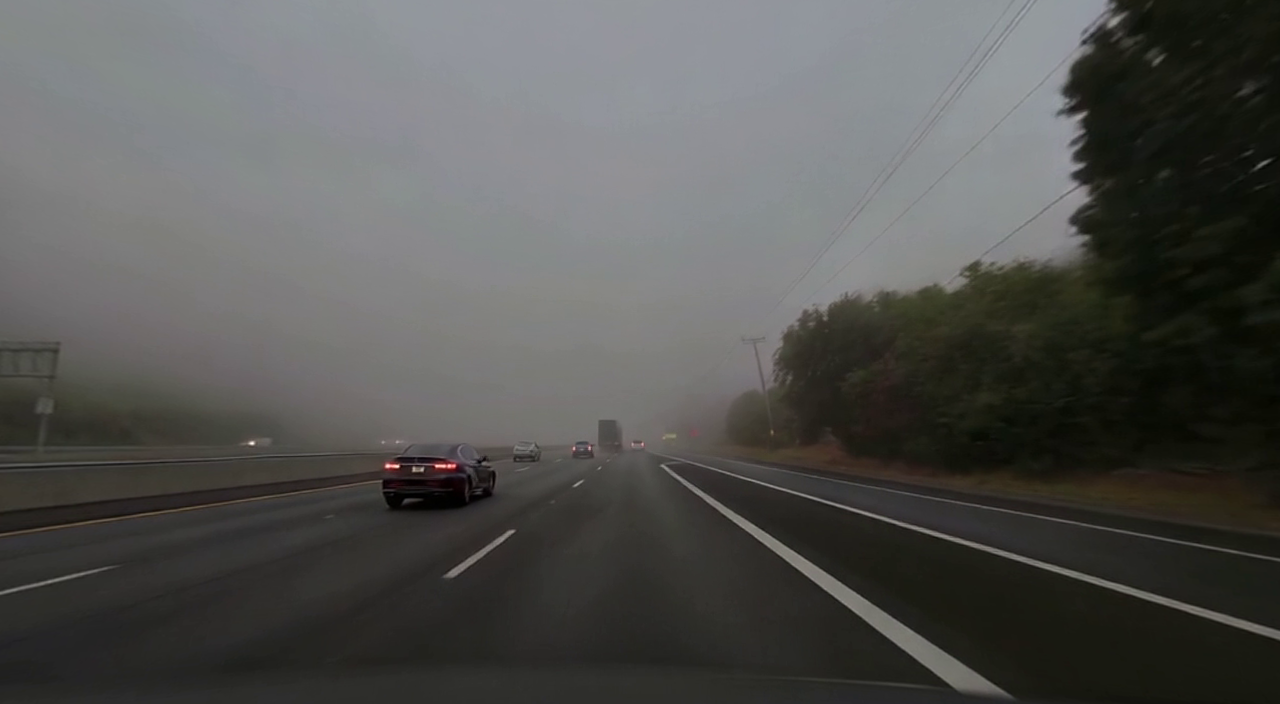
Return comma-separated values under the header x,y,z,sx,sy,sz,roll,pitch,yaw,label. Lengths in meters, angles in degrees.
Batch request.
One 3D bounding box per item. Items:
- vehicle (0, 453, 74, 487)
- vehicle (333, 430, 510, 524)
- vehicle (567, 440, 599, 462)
x,y,z,sx,sy,sz,roll,pitch,yaw,label
-29.753,5.566,30.049,1.916,1.471,3.905,0,-9,1,vehicle
-4.083,2.409,12.727,1.963,1.533,4.477,0,-9,0,vehicle
-4.098,7.201,46.137,2.038,1.533,4.103,0,-9,-1,vehicle
